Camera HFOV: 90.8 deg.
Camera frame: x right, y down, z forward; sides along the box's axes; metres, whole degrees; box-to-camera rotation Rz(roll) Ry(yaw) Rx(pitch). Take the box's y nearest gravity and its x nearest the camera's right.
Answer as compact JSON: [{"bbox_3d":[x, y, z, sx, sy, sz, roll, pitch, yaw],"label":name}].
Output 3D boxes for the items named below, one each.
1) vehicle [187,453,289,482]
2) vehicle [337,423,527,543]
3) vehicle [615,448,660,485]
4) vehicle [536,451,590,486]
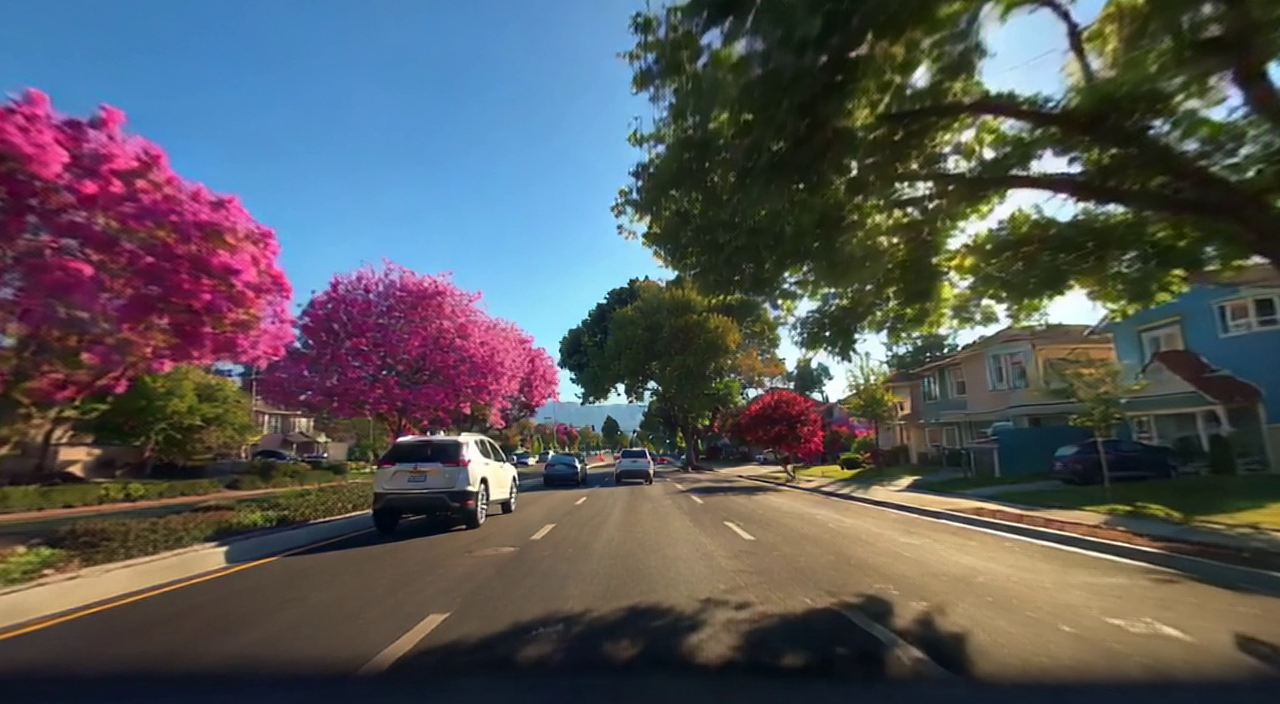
[{"bbox_3d":[-28.586,8.213,45.182,5.692,1.926,2.274,3,-9,-18],"label":"vehicle"},{"bbox_3d":[-3.806,2.482,12.689,2.161,1.919,4.798,0,-8,0],"label":"vehicle"},{"bbox_3d":[-0.118,5.431,30.214,1.997,1.636,3.760,0,-8,0],"label":"vehicle"},{"bbox_3d":[-3.674,5.624,30.807,2.066,1.565,3.905,0,-8,1],"label":"vehicle"}]
